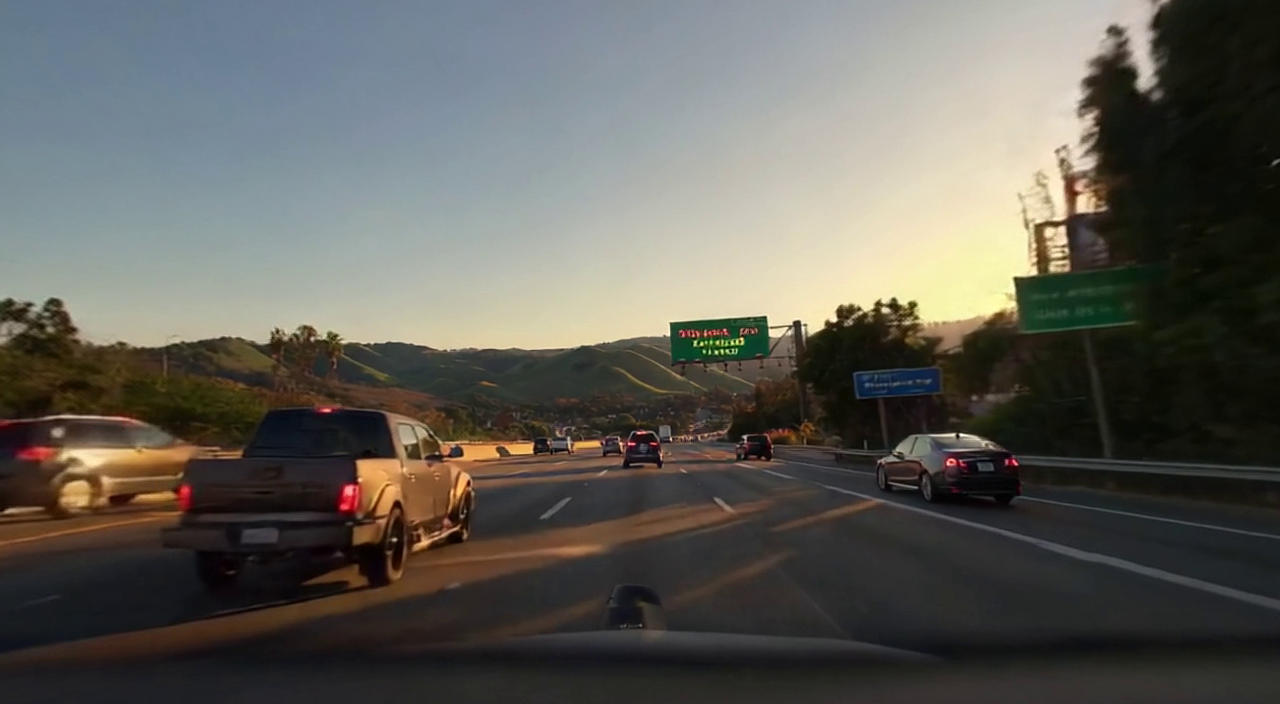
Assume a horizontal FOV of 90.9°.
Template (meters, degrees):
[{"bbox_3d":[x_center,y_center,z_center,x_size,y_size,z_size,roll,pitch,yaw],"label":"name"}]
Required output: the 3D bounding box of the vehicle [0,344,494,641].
[{"bbox_3d":[-3.452,1.352,7.198,2.316,1.999,5.765,0,-8,-1],"label":"vehicle"}]

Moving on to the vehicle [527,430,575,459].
[{"bbox_3d":[-6.002,6.361,43.205,2.238,1.837,5.979,-1,-8,2],"label":"vehicle"}]

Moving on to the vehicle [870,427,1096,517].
[{"bbox_3d":[6.446,2.298,12.576,1.998,1.456,4.338,0,-8,-1],"label":"vehicle"}]

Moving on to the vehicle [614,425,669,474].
[{"bbox_3d":[0.068,3.902,25.428,2.052,1.808,3.898,0,-8,0],"label":"vehicle"}]

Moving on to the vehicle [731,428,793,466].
[{"bbox_3d":[6.136,4.853,32.258,2.067,1.775,4.372,0,-8,-3],"label":"vehicle"}]
